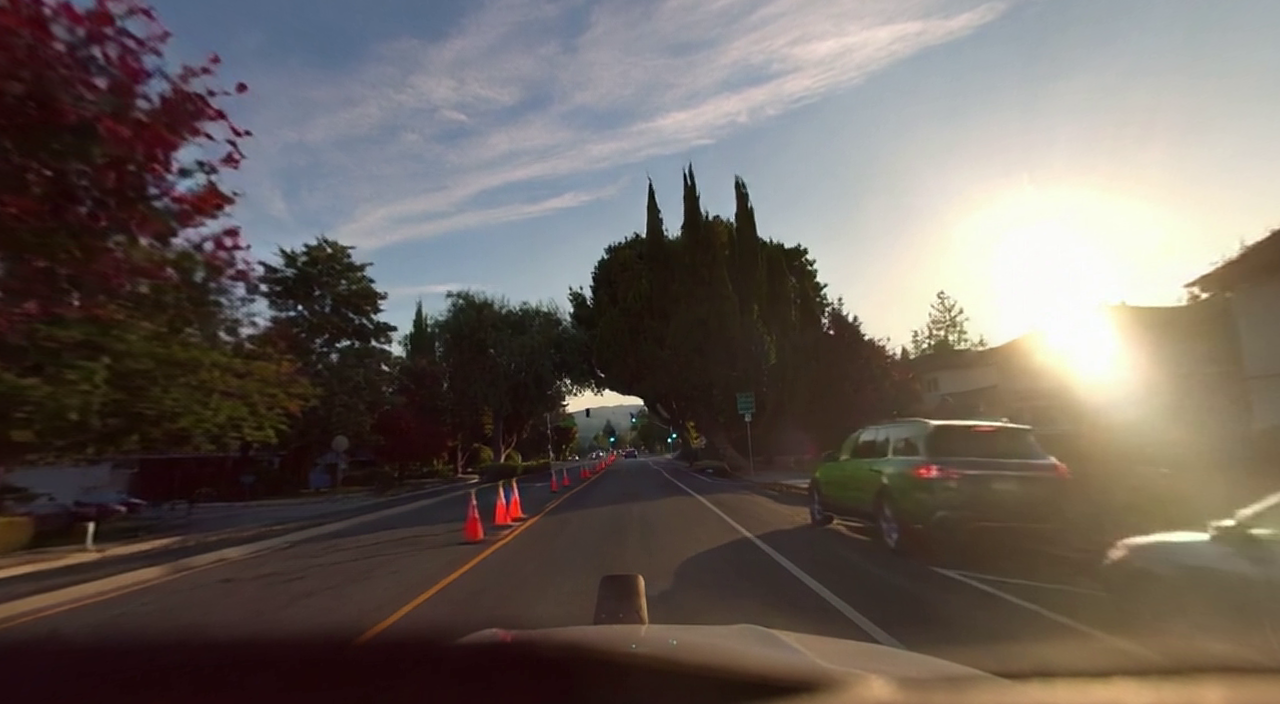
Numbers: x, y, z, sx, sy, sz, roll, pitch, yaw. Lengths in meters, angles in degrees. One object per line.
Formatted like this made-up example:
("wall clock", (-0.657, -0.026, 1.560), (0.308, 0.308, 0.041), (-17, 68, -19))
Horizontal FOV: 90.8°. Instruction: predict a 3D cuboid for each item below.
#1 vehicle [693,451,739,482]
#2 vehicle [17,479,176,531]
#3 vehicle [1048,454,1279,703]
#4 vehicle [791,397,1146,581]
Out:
("vehicle", (3.835, 5.854, 32.584), (1.870, 1.441, 4.539), (-1, -9, 1))
("vehicle", (-20.282, 5.706, 23.970), (2.015, 1.444, 4.958), (-1, -9, -6))
("vehicle", (4.151, 1.100, 2.521), (1.928, 1.333, 4.586), (0, -9, -1))
("vehicle", (4.097, 1.833, 9.239), (2.255, 1.914, 4.967), (0, -9, -3))
